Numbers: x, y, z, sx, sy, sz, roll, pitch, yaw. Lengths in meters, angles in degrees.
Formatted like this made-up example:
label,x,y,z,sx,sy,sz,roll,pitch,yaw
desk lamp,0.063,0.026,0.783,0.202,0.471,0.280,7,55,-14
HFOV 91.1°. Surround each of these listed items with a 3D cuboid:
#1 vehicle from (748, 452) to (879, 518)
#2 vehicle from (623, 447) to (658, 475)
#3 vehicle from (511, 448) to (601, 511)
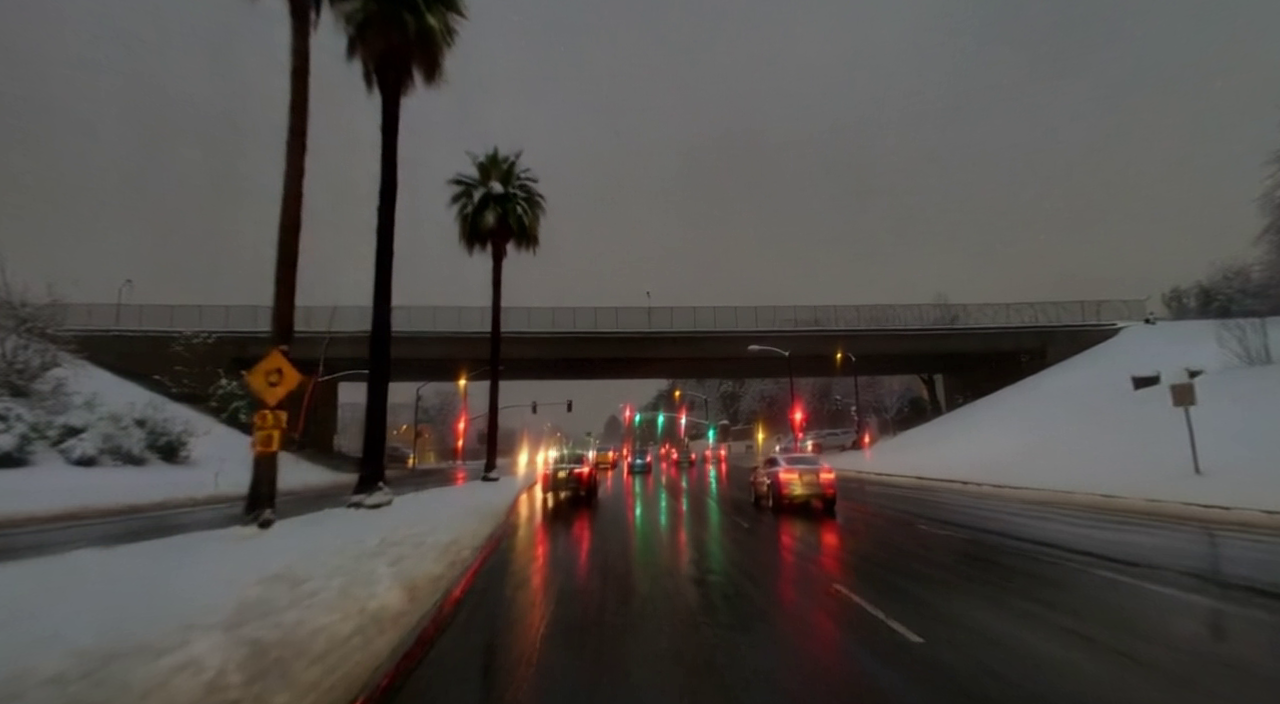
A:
label,x,y,z,sx,sy,sz,roll,pitch,yaw
vehicle,4.183,3.274,15.952,2.156,1.404,4.120,0,-9,0
vehicle,0.046,7.180,41.581,2.172,1.694,4.055,0,-9,0
vehicle,-2.149,3.397,17.226,2.111,1.506,4.018,1,-9,-3
